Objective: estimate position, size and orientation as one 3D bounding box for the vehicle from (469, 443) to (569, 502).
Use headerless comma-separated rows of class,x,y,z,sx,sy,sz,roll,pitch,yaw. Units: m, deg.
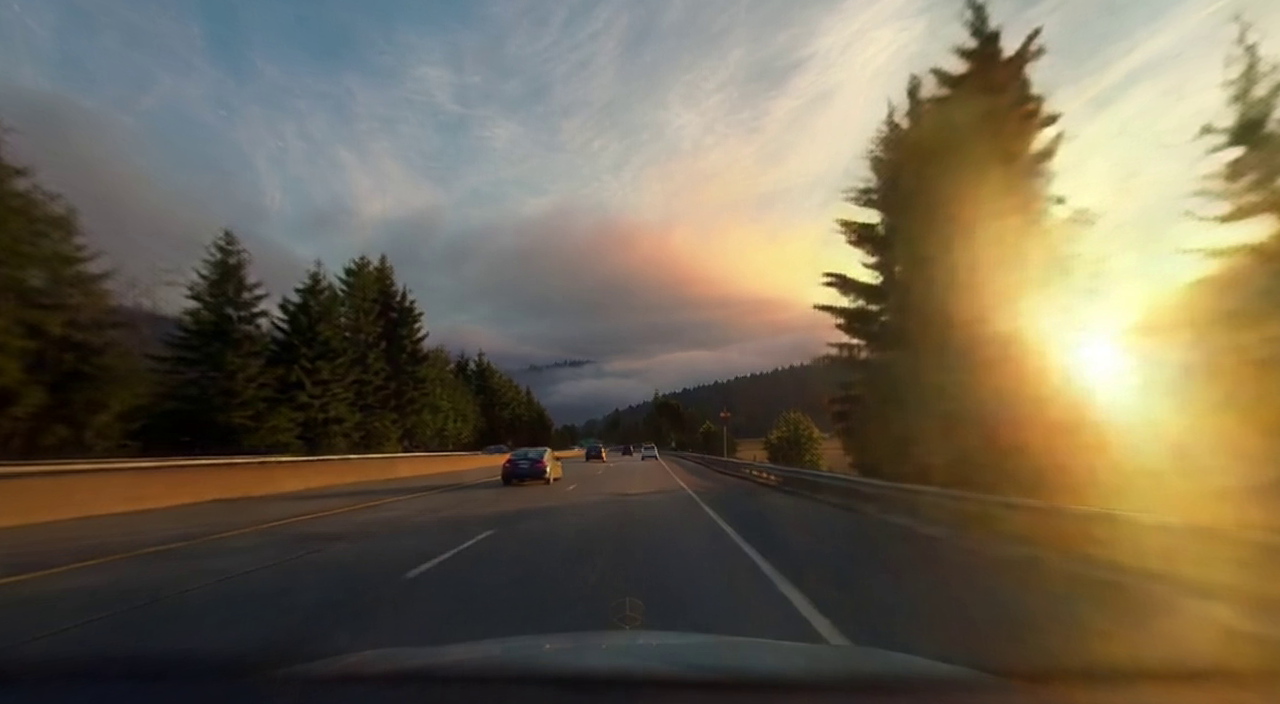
vehicle,-3.296,3.380,18.056,1.970,1.483,4.097,0,-9,1
